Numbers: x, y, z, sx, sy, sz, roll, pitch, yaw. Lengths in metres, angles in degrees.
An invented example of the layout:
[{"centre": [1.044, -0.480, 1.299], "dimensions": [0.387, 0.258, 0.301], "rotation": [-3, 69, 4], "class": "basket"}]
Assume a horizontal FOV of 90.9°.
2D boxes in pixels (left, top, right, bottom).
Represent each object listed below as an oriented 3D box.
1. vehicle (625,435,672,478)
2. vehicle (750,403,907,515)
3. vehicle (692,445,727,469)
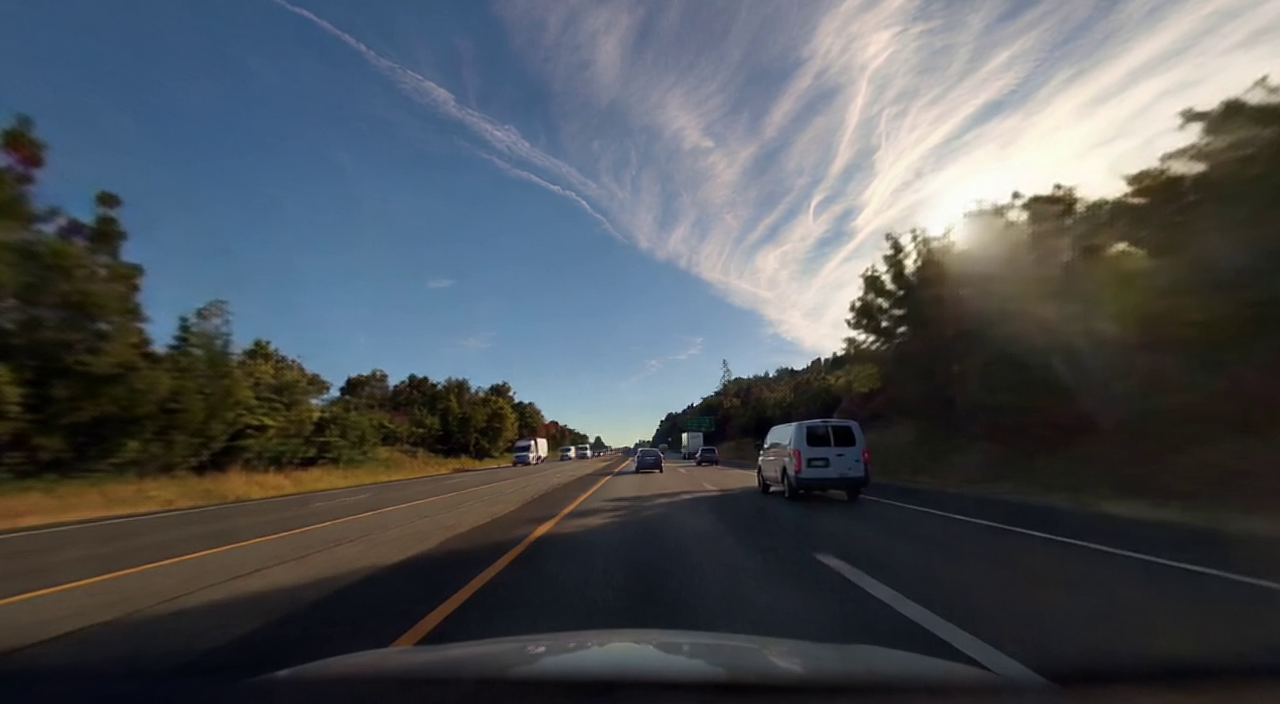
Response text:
[{"centre": [0.396, 5.099, 30.870], "dimensions": [2.143, 1.925, 4.101], "rotation": [0, -9, 0], "class": "vehicle"}, {"centre": [4.303, 2.560, 15.433], "dimensions": [2.232, 2.290, 4.720], "rotation": [0, -9, -2], "class": "vehicle"}, {"centre": [4.630, 7.026, 42.342], "dimensions": [1.868, 1.566, 3.509], "rotation": [0, -9, -1], "class": "vehicle"}]
